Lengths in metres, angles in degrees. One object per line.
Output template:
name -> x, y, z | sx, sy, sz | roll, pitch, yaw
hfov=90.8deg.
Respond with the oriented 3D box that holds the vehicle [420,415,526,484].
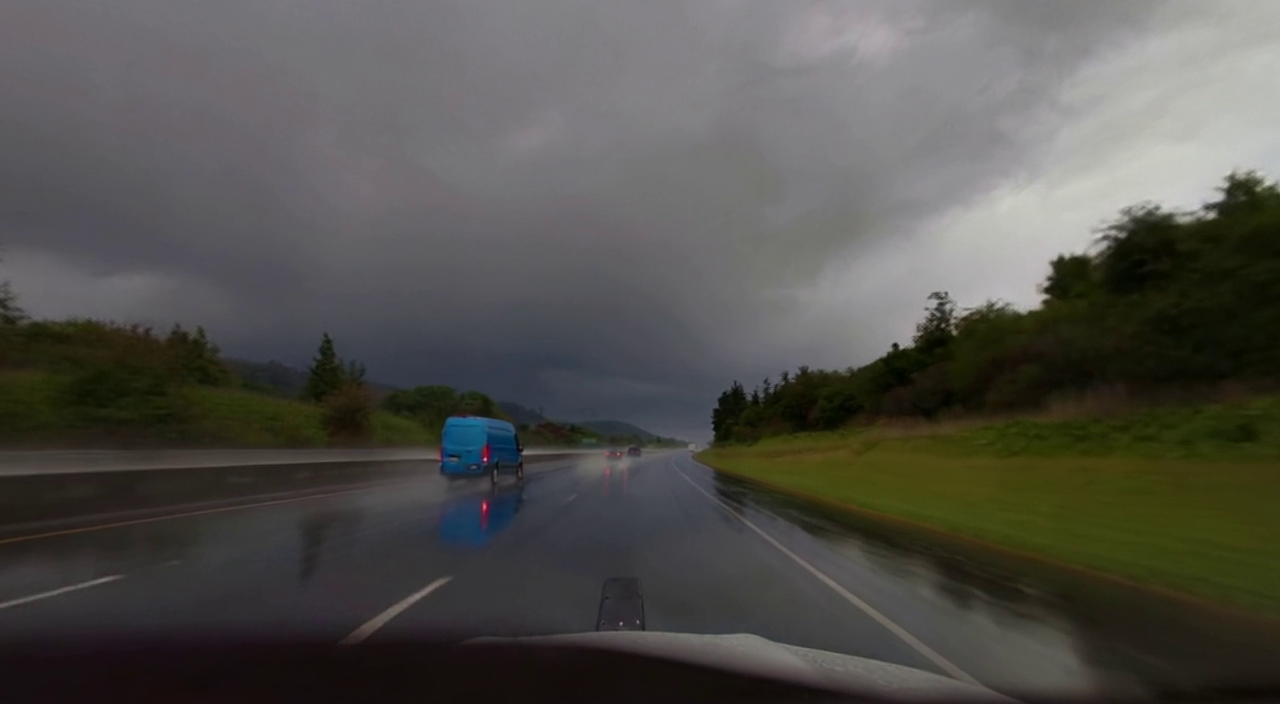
vehicle -> -6.533, 3.970, 25.696 | 2.449, 2.471, 6.130 | 0, -9, 2
